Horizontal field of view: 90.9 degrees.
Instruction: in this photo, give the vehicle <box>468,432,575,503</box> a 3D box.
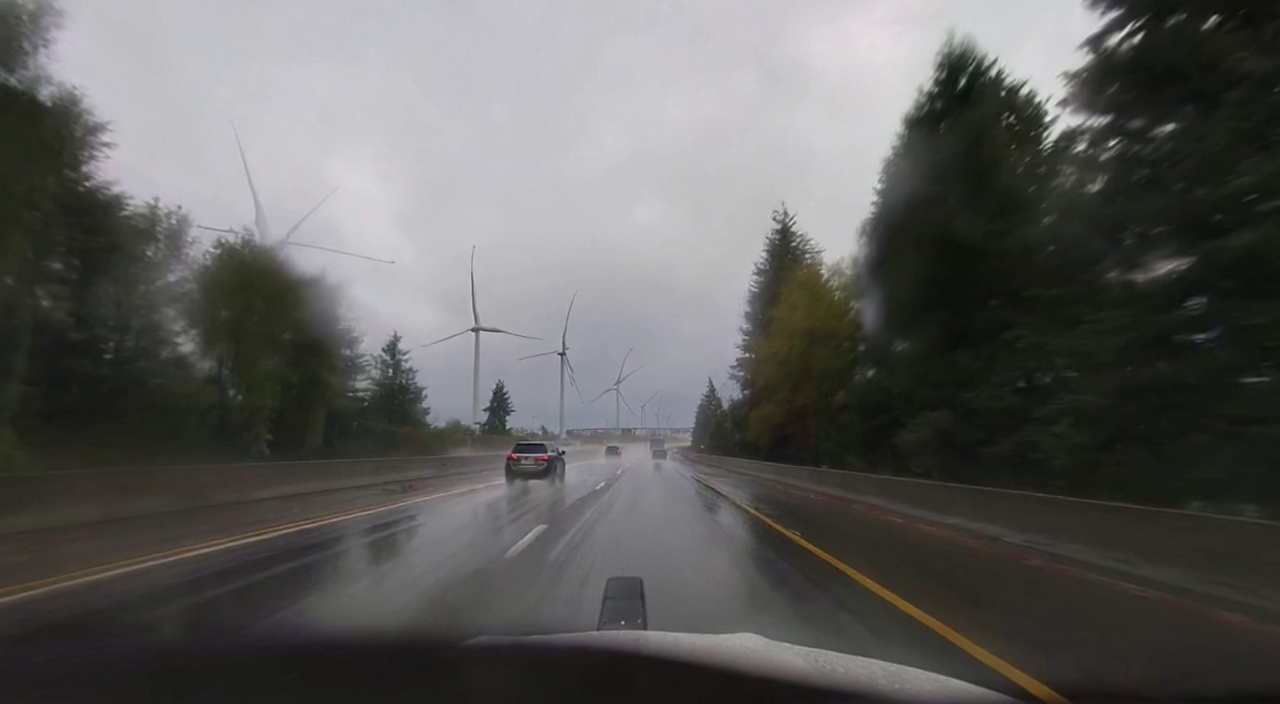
[{"bbox_3d":[-3.114,3.160,17.531,2.038,1.723,4.150,-1,-9,2],"label":"vehicle"}]
